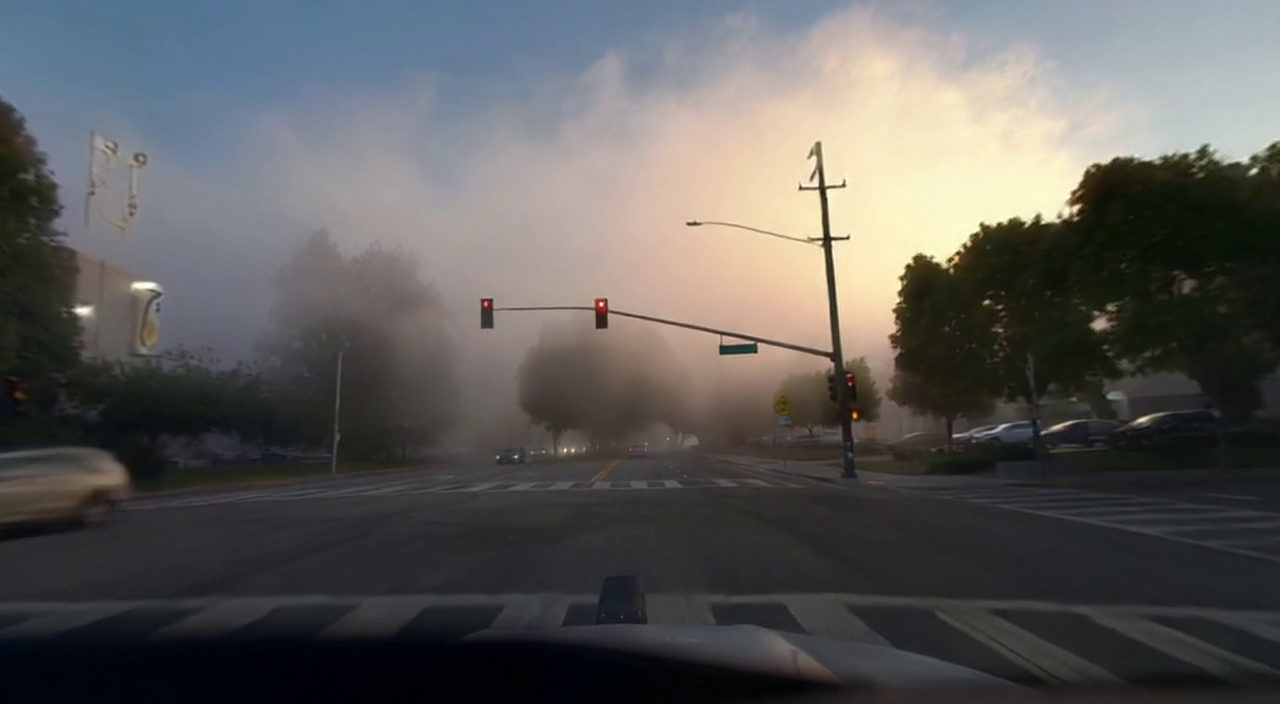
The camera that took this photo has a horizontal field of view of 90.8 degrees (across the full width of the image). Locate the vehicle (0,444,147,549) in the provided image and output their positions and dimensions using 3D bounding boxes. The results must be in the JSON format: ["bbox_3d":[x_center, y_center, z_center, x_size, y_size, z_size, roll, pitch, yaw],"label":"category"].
[{"bbox_3d":[-11.170,2.440,10.900,1.893,1.654,4.127,-1,-9,1],"label":"vehicle"}]
